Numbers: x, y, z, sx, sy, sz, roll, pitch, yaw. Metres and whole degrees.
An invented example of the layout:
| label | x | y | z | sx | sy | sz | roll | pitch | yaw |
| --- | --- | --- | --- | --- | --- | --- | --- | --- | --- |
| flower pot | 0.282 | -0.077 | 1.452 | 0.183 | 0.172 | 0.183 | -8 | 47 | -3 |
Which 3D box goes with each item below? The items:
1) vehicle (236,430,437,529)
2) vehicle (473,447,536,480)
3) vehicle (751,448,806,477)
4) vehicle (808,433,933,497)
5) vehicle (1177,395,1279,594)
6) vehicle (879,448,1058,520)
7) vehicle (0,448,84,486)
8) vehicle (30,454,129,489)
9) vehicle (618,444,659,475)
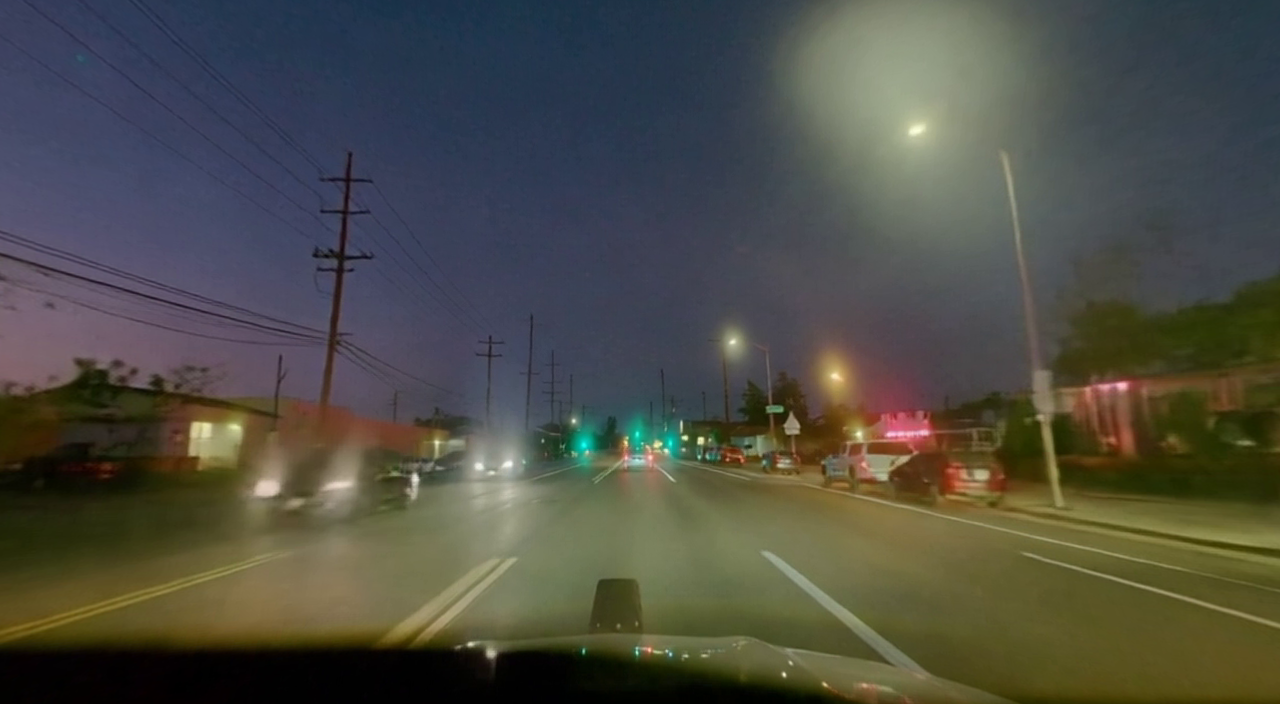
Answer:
| label | x | y | z | sx | sy | sz | roll | pitch | yaw |
| --- | --- | --- | --- | --- | --- | --- | --- | --- | --- |
| vehicle | -6.029 | 2.557 | 13.269 | 2.096 | 1.702 | 4.244 | 0 | -8 | 0 |
| vehicle | -6.507 | 5.391 | 30.924 | 2.018 | 1.466 | 4.631 | 0 | -8 | 1 |
| vehicle | 7.696 | 6.166 | 35.617 | 1.936 | 1.479 | 4.736 | 0 | -8 | -1 |
| vehicle | 7.732 | 3.833 | 21.909 | 2.188 | 1.903 | 5.324 | 0 | -8 | -2 |
| vehicle | 7.727 | 1.188 | 4.625 | 2.370 | 2.022 | 5.918 | 0 | -8 | 0 |
| vehicle | 7.806 | 3.129 | 15.656 | 1.833 | 1.475 | 4.648 | 0 | -8 | -2 |
| vehicle | -30.683 | 5.795 | 32.118 | 4.448 | 1.788 | 2.003 | -5 | -9 | 27 |
| vehicle | -26.243 | 5.544 | 29.556 | 4.391 | 1.435 | 2.011 | -5 | -10 | 29 |
| vehicle | -0.121 | 5.676 | 33.719 | 2.067 | 1.547 | 4.513 | 0 | -8 | -1 |
